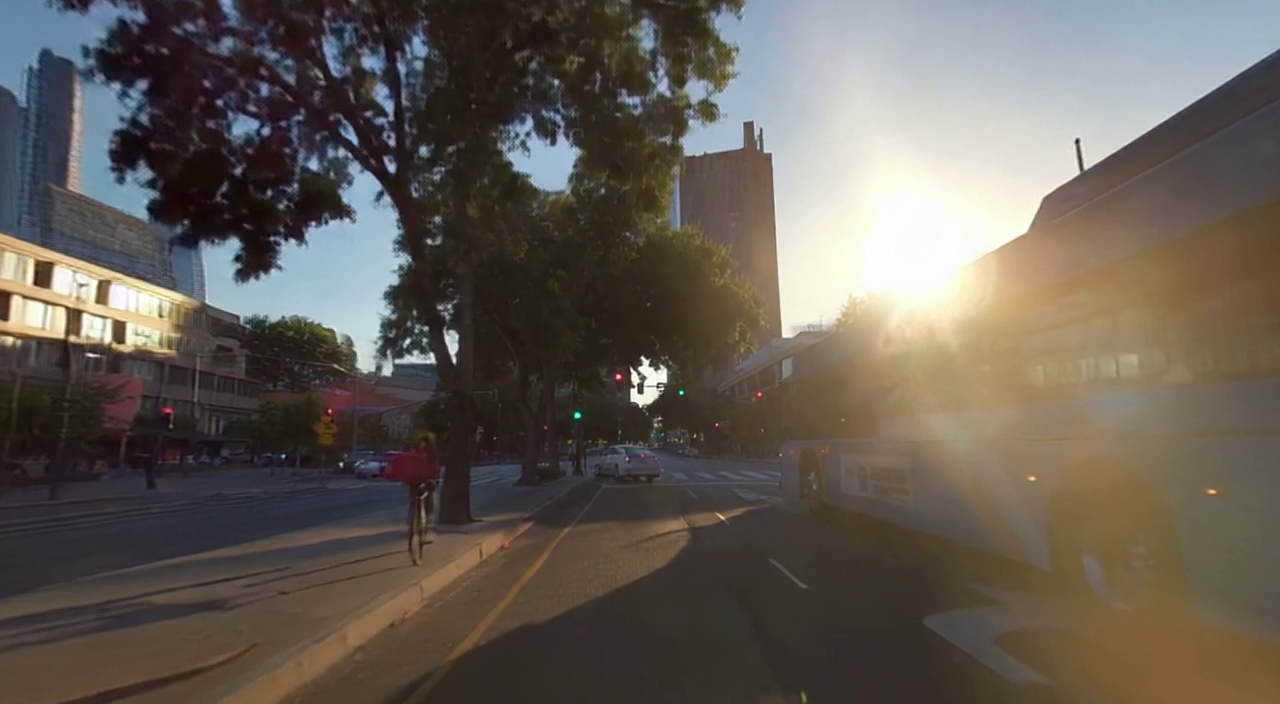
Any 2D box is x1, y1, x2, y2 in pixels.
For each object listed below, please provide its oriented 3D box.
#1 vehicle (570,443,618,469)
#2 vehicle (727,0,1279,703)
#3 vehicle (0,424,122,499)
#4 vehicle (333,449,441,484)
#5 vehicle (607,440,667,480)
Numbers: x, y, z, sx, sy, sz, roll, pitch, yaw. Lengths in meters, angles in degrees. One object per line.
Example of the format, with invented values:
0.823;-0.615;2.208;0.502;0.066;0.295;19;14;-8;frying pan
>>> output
-2.882;6.303;38.629;2.036;1.467;3.979;2;-9;-17;vehicle
3.328;0.233;5.048;3.250;3.731;13.693;0;-8;0;vehicle
-29.733;5.005;28.821;9.150;3.310;2.988;6;-12;-38;vehicle
-12.149;5.458;30.524;1.816;1.490;4.417;-8;-11;42;vehicle
-0.240;4.539;26.886;2.123;1.544;4.158;1;-8;-6;vehicle
